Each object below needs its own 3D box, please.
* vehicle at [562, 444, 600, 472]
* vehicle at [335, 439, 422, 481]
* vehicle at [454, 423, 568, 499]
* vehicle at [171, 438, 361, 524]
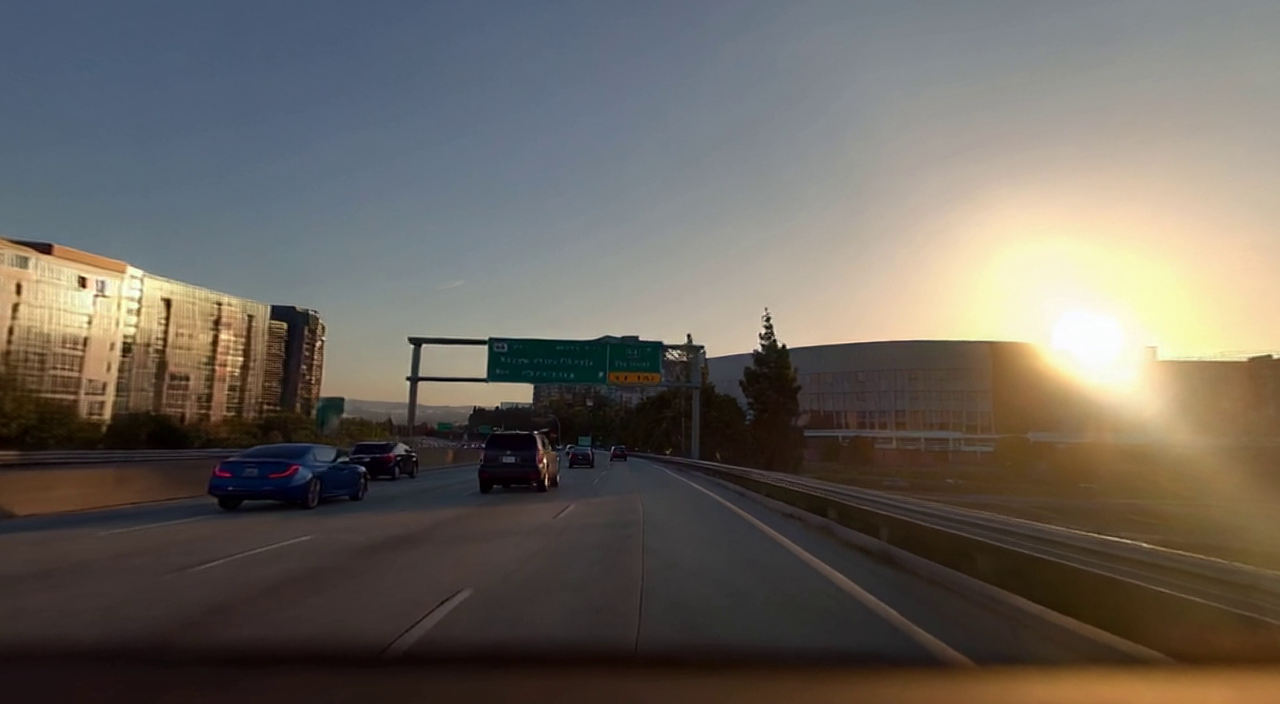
[{"bbox_3d":[-3.519,6.426,38.453,1.955,1.614,3.817,0,-8,0],"label":"vehicle"},{"bbox_3d":[-11.334,4.696,27.656,1.919,1.665,4.394,0,-8,0],"label":"vehicle"},{"bbox_3d":[-3.702,3.251,19.293,2.301,1.985,5.247,0,-8,1],"label":"vehicle"},{"bbox_3d":[-7.424,2.542,12.966,1.796,1.509,3.393,0,-8,0],"label":"vehicle"}]
